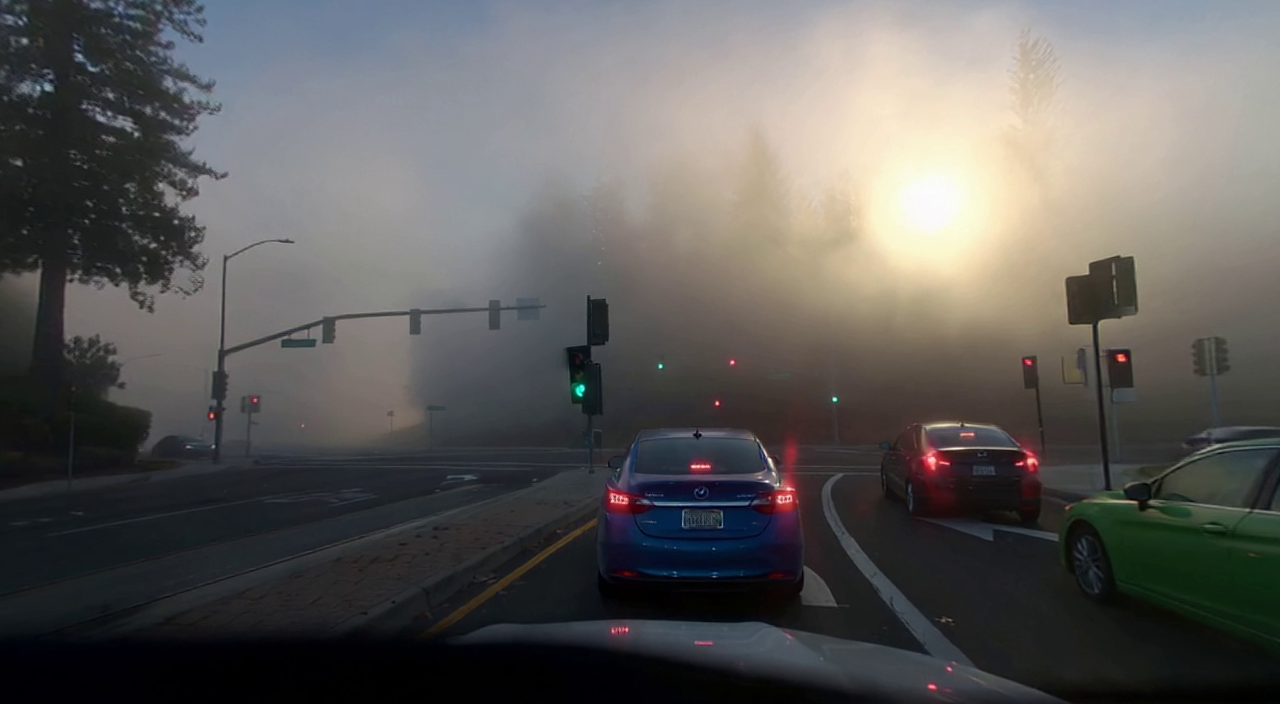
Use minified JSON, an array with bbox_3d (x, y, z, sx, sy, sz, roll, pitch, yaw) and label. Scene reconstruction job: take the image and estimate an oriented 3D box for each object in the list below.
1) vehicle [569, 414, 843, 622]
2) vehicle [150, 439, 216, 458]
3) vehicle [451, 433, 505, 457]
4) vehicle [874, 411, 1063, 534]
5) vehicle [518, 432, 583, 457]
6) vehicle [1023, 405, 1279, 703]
[{"bbox_3d":[0.855,1.499,6.691,2.052,1.483,3.928,-2,-8,12],"label":"vehicle"},{"bbox_3d":[-35.394,7.450,48.635,1.652,1.433,3.733,-7,-11,40],"label":"vehicle"},{"bbox_3d":[-12.466,7.133,48.193,1.972,1.705,4.457,8,-11,-44],"label":"vehicle"},{"bbox_3d":[5.540,2.046,11.289,2.102,1.717,4.373,-2,-9,16],"label":"vehicle"},{"bbox_3d":[-5.961,6.114,41.553,1.932,1.573,4.509,8,-12,-44],"label":"vehicle"},{"bbox_3d":[4.242,1.062,3.370,1.954,1.508,4.441,-1,-8,6],"label":"vehicle"}]
